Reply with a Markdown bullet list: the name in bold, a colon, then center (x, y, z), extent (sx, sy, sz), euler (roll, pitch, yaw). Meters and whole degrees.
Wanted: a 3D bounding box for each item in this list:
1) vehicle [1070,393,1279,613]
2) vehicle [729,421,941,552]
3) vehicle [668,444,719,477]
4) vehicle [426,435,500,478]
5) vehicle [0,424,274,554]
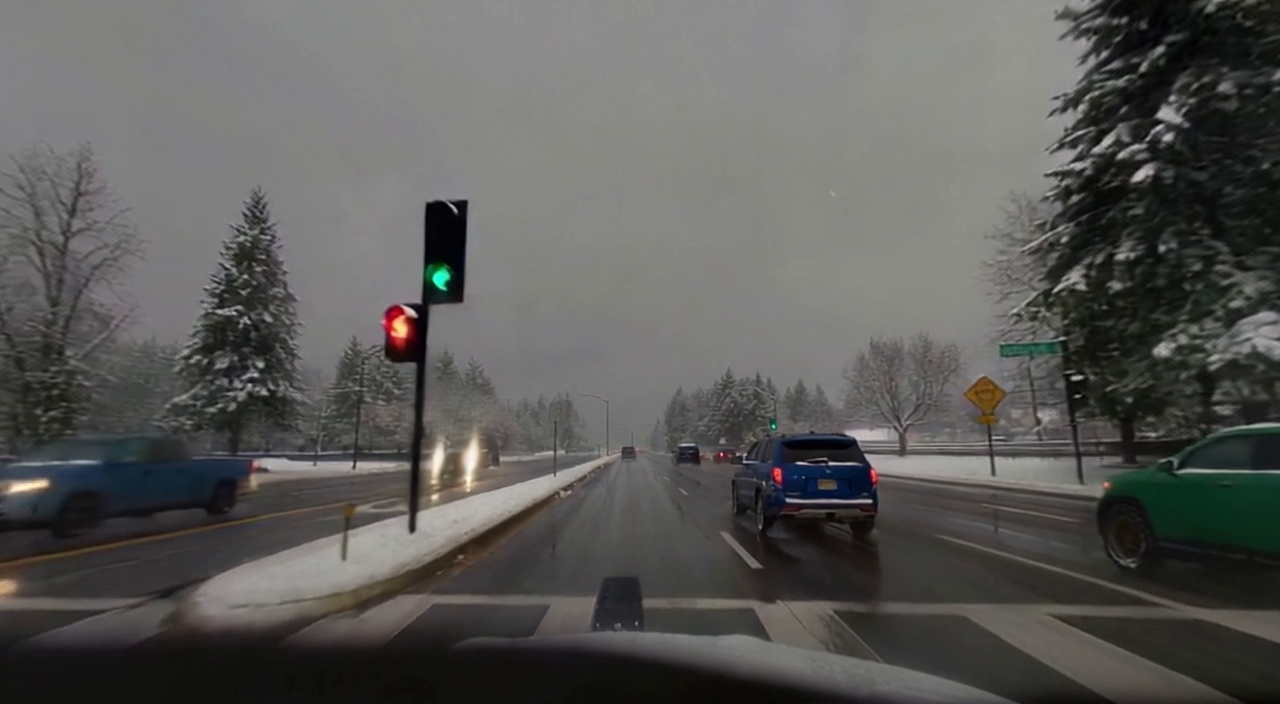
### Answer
- **vehicle**: center (6.392, 1.269, 5.292), extent (2.153, 1.811, 4.595), euler (1, -8, -2)
- **vehicle**: center (2.864, 2.081, 10.402), extent (2.075, 1.698, 4.142), euler (0, -8, -1)
- **vehicle**: center (2.488, 5.179, 30.310), extent (1.980, 1.484, 4.093), euler (1, -8, -2)
- **vehicle**: center (-9.191, 5.436, 33.172), extent (2.215, 2.062, 5.360), euler (0, -8, 1)
- **vehicle**: center (-8.725, 2.164, 10.745), extent (2.115, 1.711, 4.602), euler (0, -8, 1)
